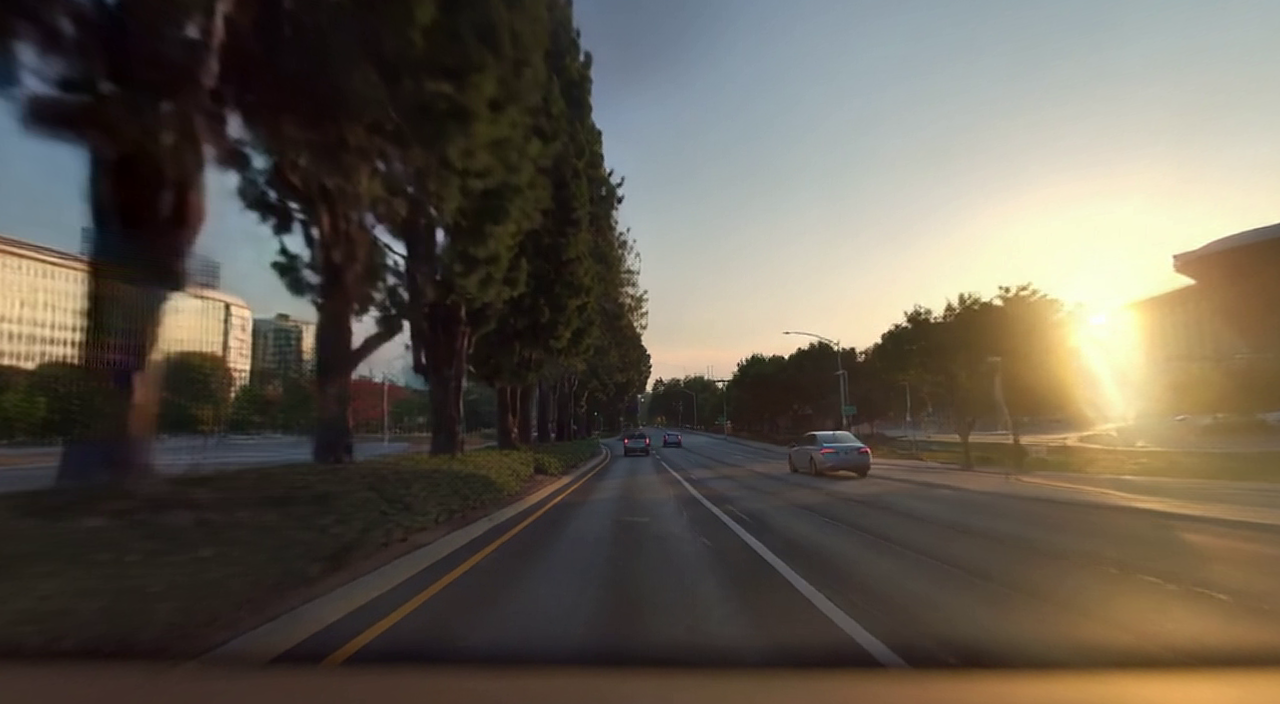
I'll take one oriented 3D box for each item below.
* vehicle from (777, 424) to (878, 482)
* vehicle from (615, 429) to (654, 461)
[{"bbox_3d":[6.348,3.483,22.007,2.026,1.804,4.565,0,-8,-1],"label":"vehicle"},{"bbox_3d":[-0.333,5.686,38.468,2.193,1.794,4.457,0,-8,0],"label":"vehicle"}]
